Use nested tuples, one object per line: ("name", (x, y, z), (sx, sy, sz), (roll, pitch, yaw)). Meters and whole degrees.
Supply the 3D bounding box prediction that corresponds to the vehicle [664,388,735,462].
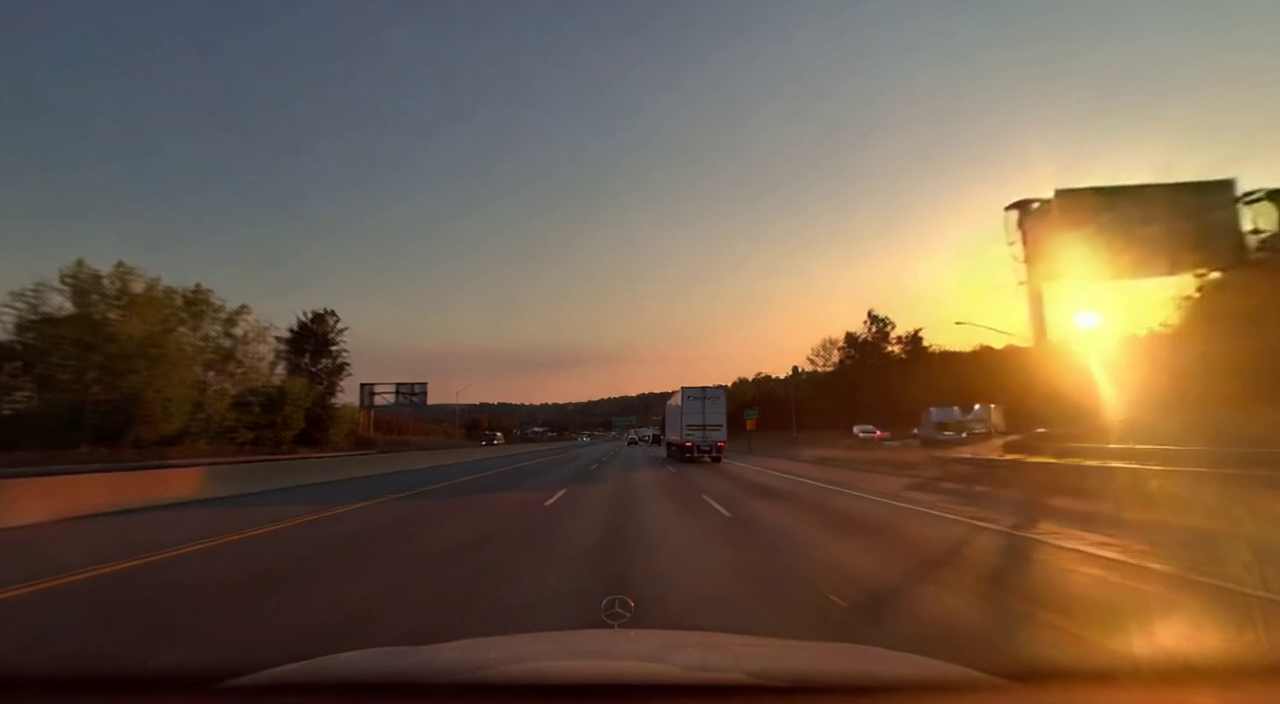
("vehicle", (3.593, 5.058, 42.107), (2.976, 4.064, 14.619), (0, -8, -1))
